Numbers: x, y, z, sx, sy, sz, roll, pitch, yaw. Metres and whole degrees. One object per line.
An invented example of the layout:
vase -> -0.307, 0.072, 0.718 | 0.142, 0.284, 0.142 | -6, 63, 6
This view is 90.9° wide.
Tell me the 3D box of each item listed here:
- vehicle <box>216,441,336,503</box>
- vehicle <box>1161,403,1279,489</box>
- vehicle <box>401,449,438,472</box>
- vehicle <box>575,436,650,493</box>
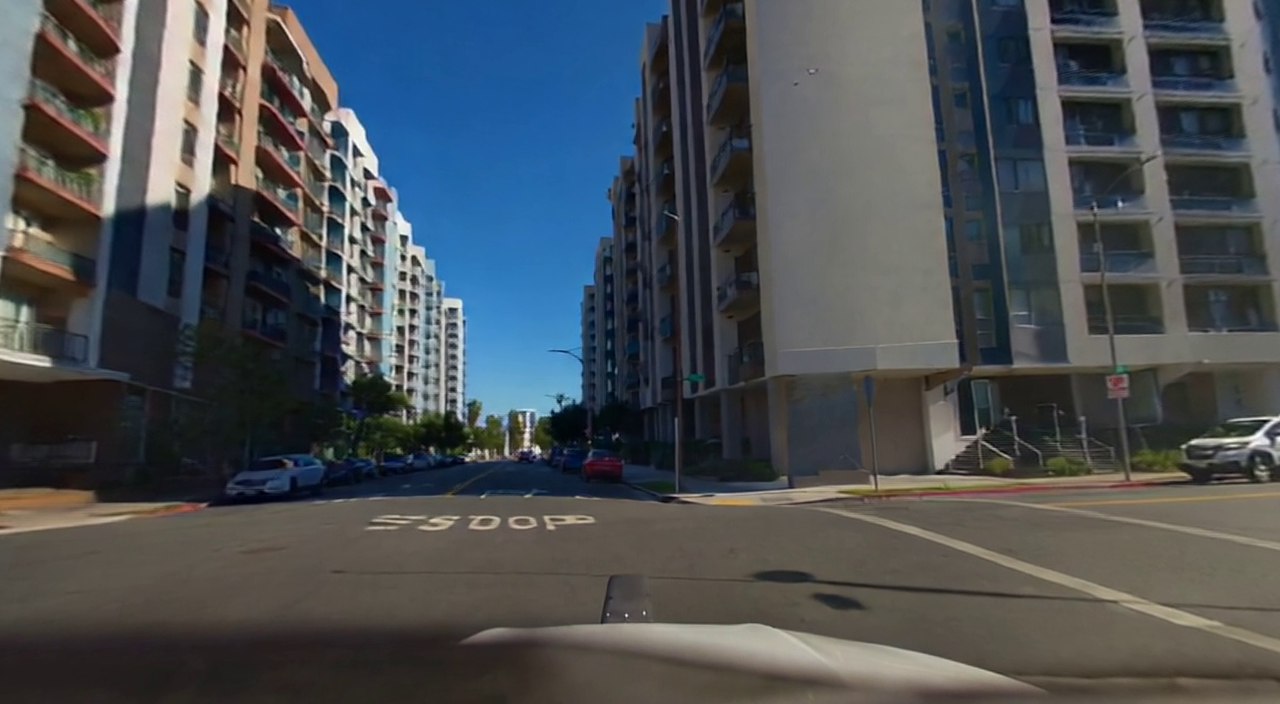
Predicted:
vehicle -> -12.409, 4.069, 21.878 | 2.140, 1.874, 4.475 | 1, -9, -11
vehicle -> 18.099, 2.599, 18.149 | 4.259, 2.102, 2.376 | -2, -5, -10
vehicle -> -16.782, 8.224, 48.161 | 2.032, 1.641, 4.162 | 1, -9, -10
vehicle -> -1.138, 4.094, 23.272 | 2.164, 1.721, 4.416 | -3, -8, -9
